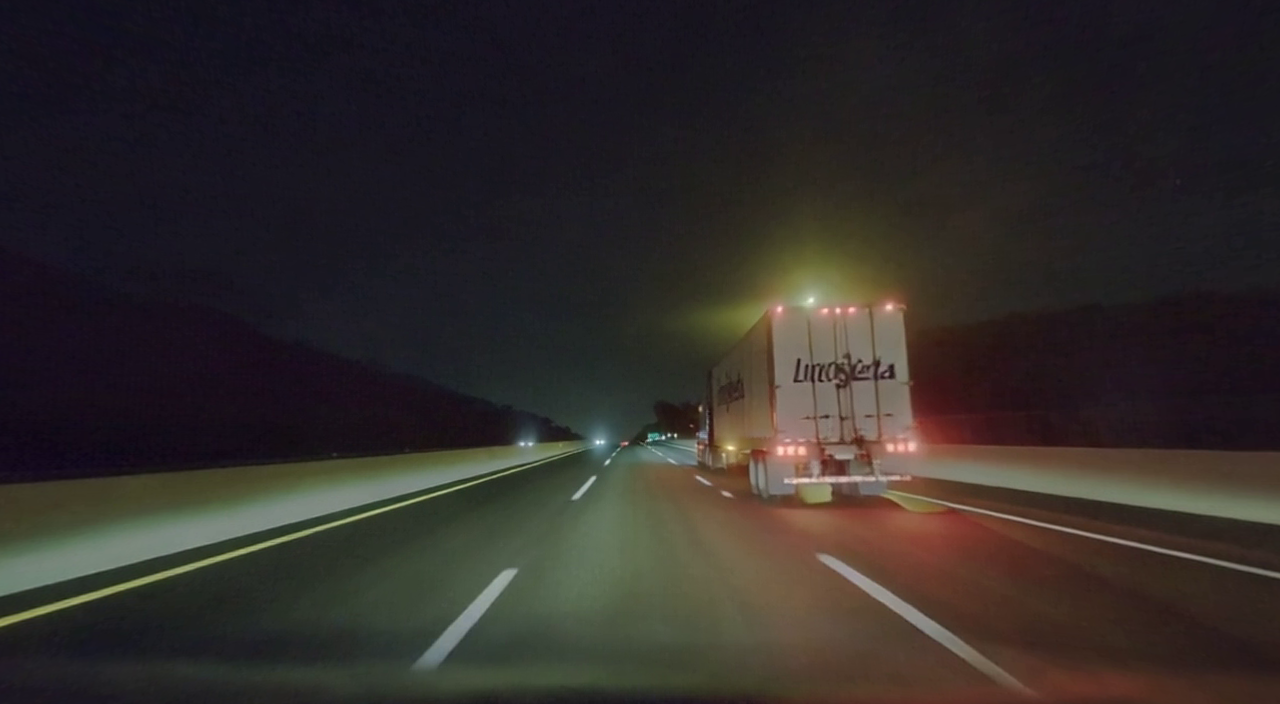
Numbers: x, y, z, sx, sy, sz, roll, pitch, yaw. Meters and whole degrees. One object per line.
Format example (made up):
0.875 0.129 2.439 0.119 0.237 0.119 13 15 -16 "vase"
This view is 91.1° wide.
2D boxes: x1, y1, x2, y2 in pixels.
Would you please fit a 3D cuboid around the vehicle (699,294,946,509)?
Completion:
4.035 1.833 18.737 2.920 4.029 13.900 0 -8 -1 "vehicle"
